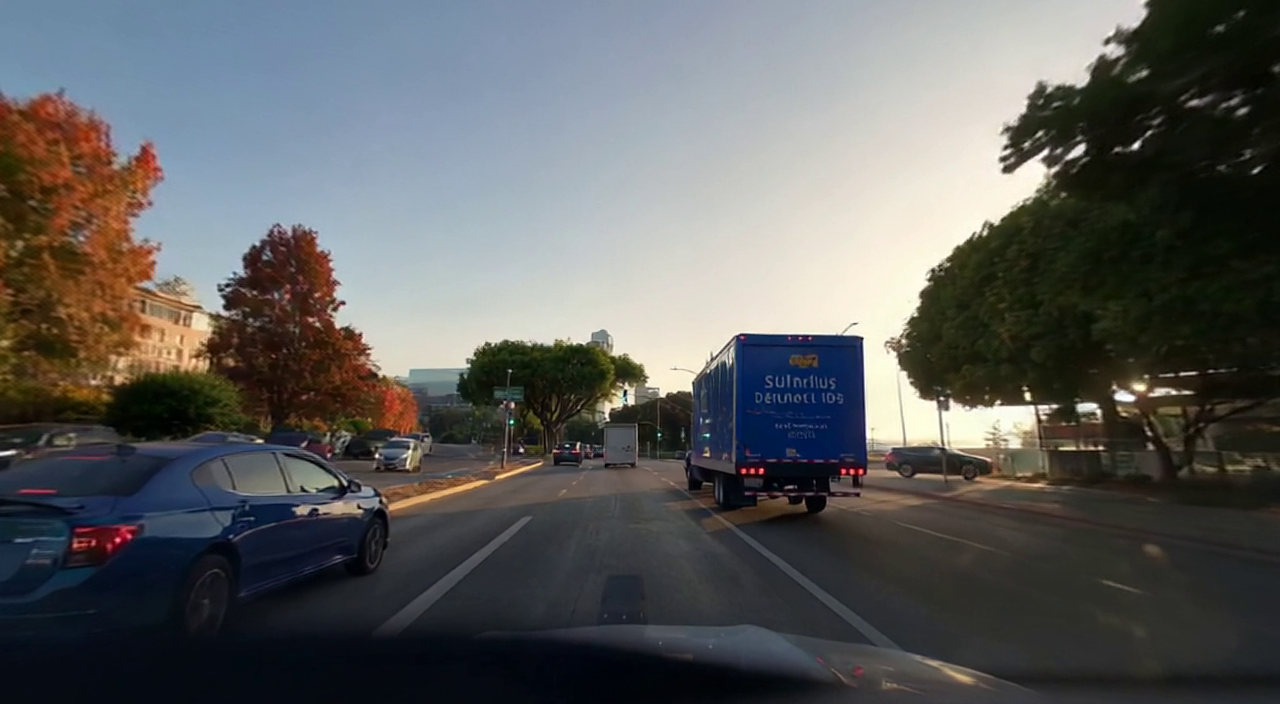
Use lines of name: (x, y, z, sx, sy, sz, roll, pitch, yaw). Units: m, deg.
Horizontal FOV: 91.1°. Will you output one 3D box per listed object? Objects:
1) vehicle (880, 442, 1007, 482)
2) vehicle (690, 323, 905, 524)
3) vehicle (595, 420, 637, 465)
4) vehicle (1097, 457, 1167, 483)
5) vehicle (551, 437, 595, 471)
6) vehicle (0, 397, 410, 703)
vehicle: (15.975, 5.798, 33.405, 5.670, 1.895, 2.219, -1, -8, 15)
vehicle: (3.185, 1.888, 15.704, 2.905, 3.644, 8.441, 0, -8, -2)
vehicle: (-2.005, 7.090, 48.873, 2.837, 3.142, 7.371, 1, -9, -5)
vehicle: (35.400, 8.469, 45.348, 2.066, 1.643, 4.614, -2, -9, 12)
vehicle: (-3.900, 5.862, 36.332, 2.388, 1.811, 4.455, 1, -8, -7)
vehicle: (-3.542, 1.284, 4.883, 1.828, 1.515, 4.422, -1, -8, 0)
